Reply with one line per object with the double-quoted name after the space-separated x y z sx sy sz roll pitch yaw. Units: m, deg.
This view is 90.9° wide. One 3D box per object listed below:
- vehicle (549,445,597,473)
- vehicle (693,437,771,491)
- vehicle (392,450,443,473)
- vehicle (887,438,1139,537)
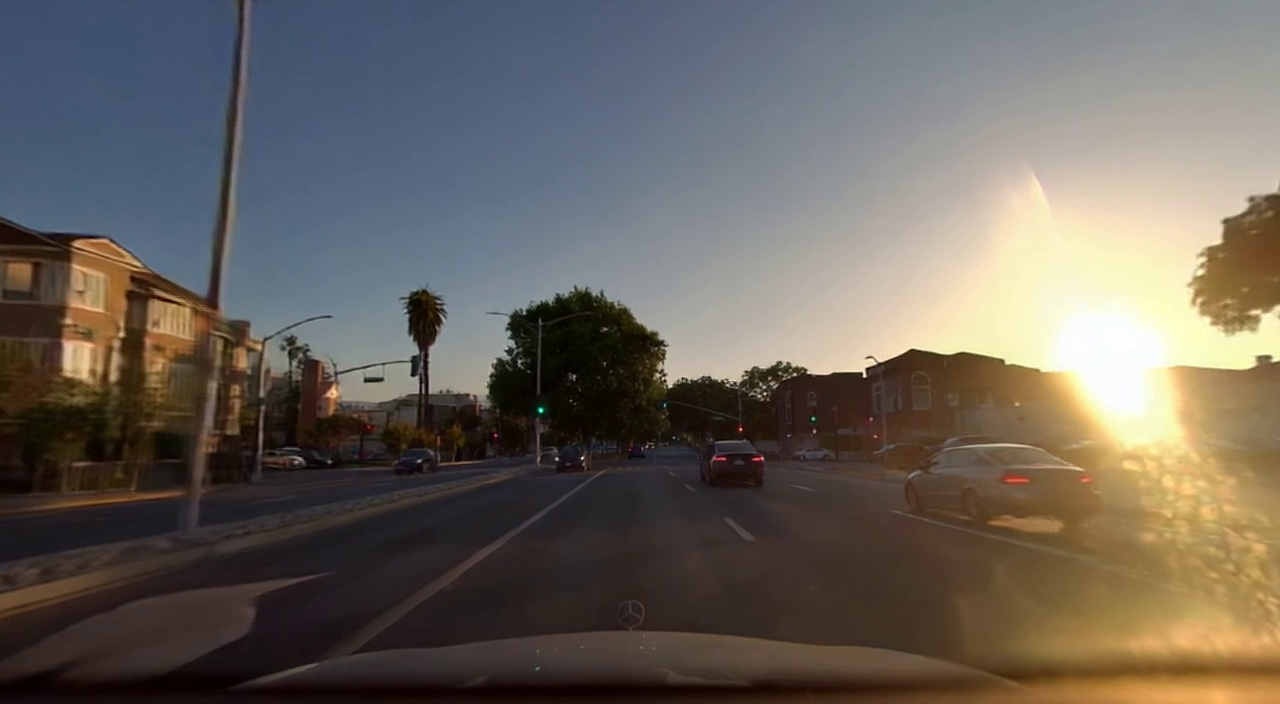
-3.644 5.890 34.963 2.037 1.472 4.152 0 -9 3 "vehicle"
3.002 3.755 21.533 2.009 1.639 4.267 0 -9 0 "vehicle"
-15.534 7.640 44.221 1.902 1.466 4.463 0 -9 0 "vehicle"
6.513 2.386 11.802 1.890 1.471 4.566 0 -9 0 "vehicle"
